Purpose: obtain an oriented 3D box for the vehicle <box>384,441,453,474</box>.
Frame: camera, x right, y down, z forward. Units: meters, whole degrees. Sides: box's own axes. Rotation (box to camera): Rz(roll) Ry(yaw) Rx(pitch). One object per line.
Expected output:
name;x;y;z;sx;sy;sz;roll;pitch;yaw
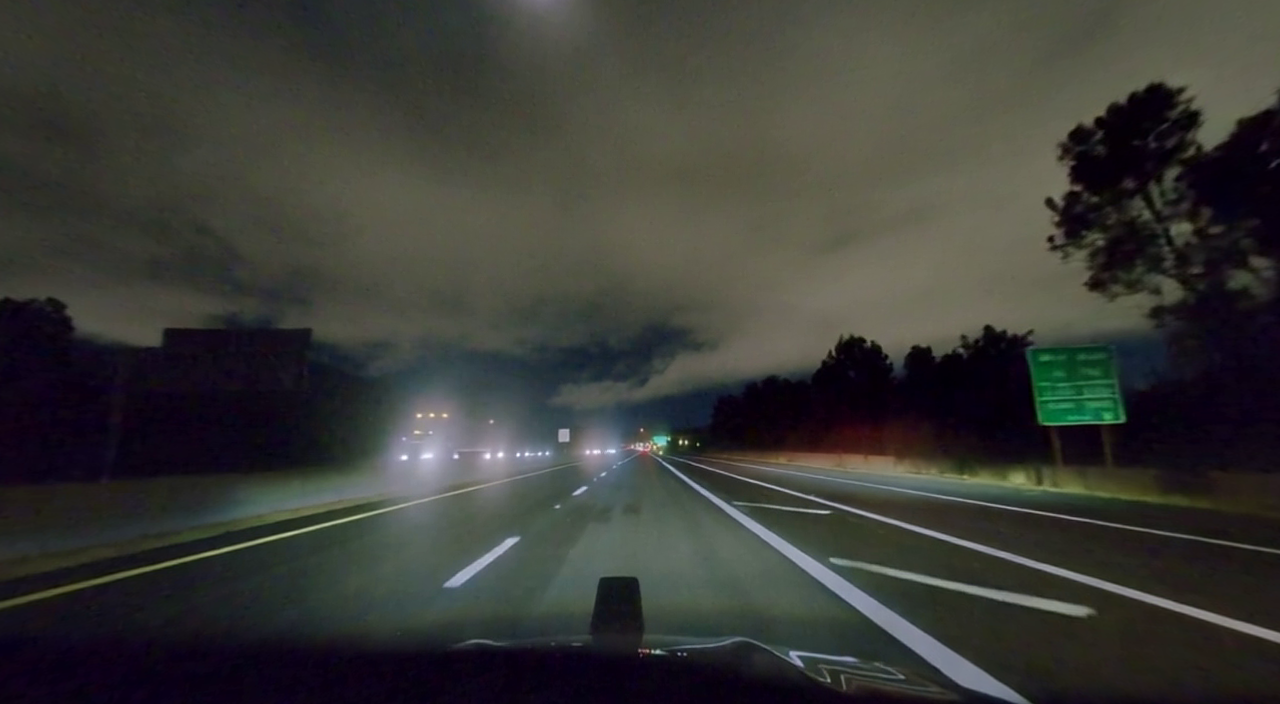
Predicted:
vehicle;-12.216;5.823;35.065;2.033;1.695;4.787;0;-9;1
